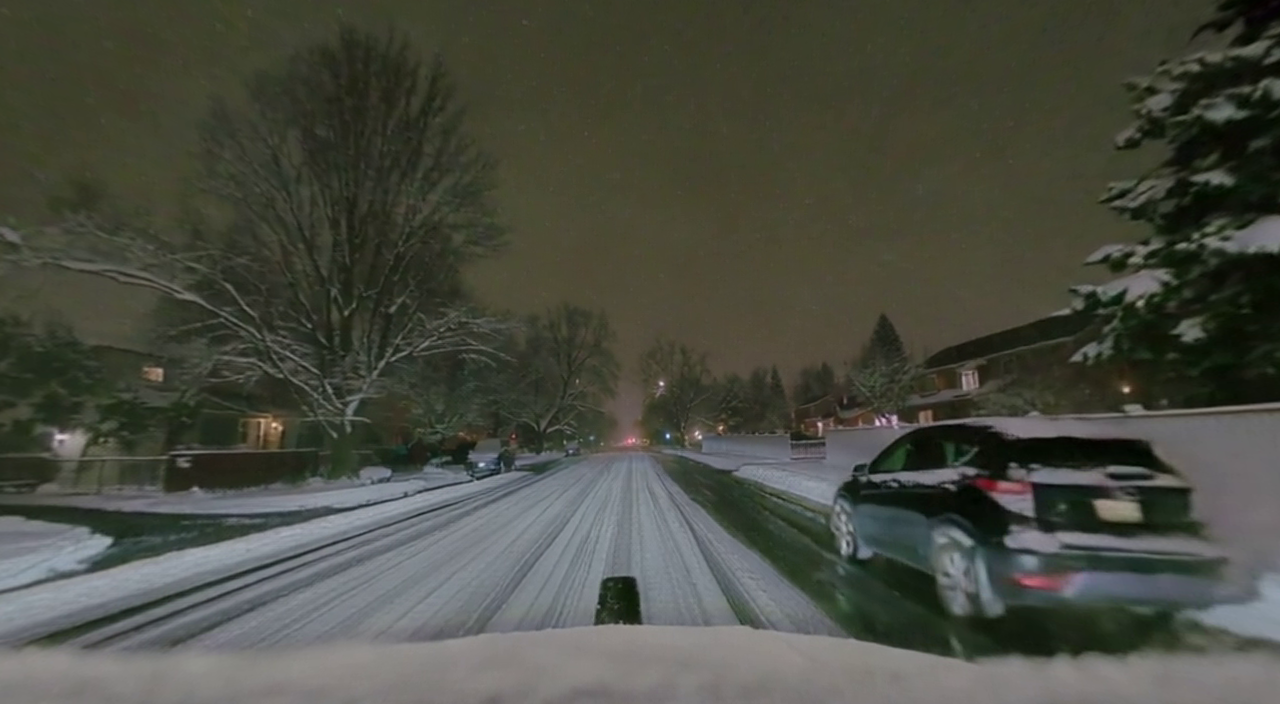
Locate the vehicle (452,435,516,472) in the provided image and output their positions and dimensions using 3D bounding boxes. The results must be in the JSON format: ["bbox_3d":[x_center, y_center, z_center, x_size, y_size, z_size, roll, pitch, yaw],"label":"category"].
[{"bbox_3d":[-8.631,5.730,35.481,2.352,1.843,4.979,-1,-10,0],"label":"vehicle"}]

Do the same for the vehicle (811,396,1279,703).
[{"bbox_3d":[3.522,1.382,5.872,2.291,1.546,5.204,0,-8,-1],"label":"vehicle"}]
